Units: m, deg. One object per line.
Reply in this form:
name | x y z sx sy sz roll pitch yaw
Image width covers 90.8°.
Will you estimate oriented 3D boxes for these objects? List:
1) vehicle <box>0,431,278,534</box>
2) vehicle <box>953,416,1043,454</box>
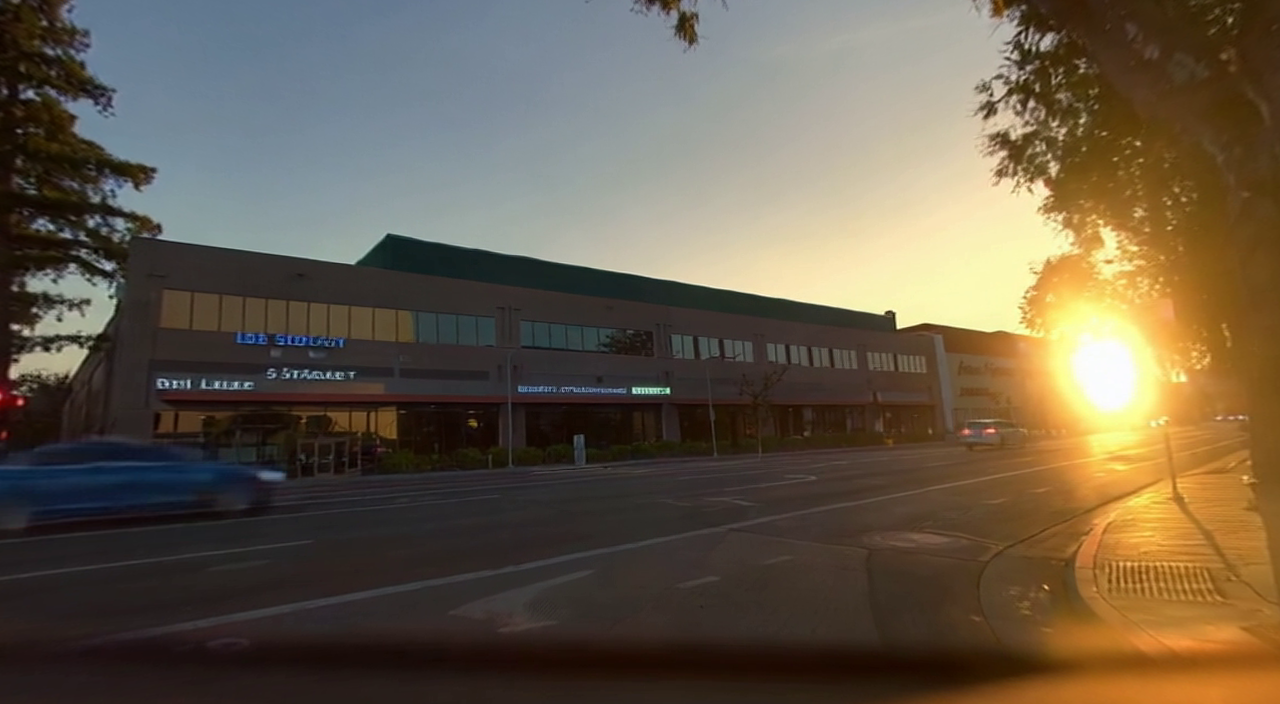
vehicle | -8.899 2.112 10.688 4.415 1.464 1.890 7 -11 -41
vehicle | 15.686 3.664 27.603 4.182 1.536 1.885 7 -11 -38
